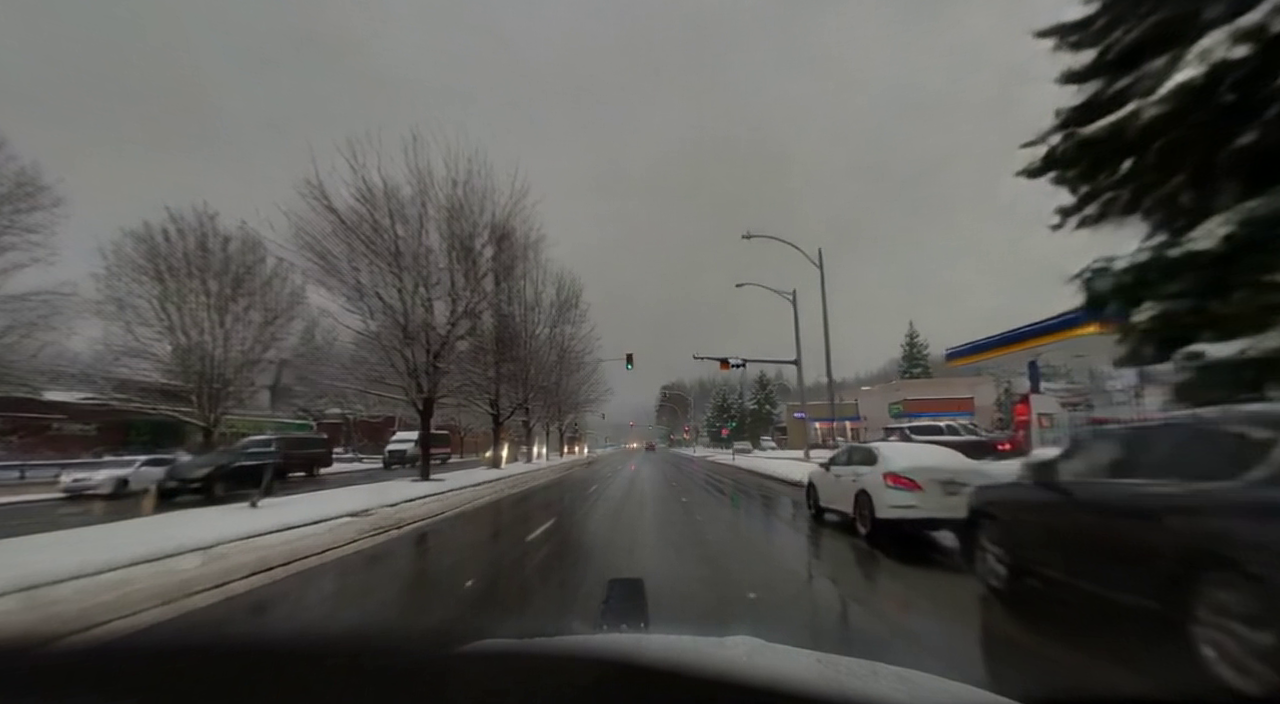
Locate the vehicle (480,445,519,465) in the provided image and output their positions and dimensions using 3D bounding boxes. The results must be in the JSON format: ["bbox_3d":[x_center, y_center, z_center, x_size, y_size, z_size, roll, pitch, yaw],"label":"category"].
[{"bbox_3d":[-10.956,8.033,49.452,1.860,1.495,4.409,0,-9,2],"label":"vehicle"}]

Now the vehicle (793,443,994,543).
[{"bbox_3d":[4.200,2.384,11.429,1.963,1.411,4.637,-1,-9,3],"label":"vehicle"}]

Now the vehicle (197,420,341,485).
[{"bbox_3d":[-18.693,5.130,32.475,2.837,2.953,7.214,0,-9,2],"label":"vehicle"}]

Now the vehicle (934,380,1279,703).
[{"bbox_3d":[4.309,1.224,4.594,2.179,1.709,4.512,0,-9,1],"label":"vehicle"}]

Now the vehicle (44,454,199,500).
[{"bbox_3d":[-18.883,4.539,23.292,1.817,1.460,4.524,0,-9,1],"label":"vehicle"}]

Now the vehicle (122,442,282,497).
[{"bbox_3d":[-14.508,3.881,21.290,1.977,1.619,4.612,0,-9,1],"label":"vehicle"}]
